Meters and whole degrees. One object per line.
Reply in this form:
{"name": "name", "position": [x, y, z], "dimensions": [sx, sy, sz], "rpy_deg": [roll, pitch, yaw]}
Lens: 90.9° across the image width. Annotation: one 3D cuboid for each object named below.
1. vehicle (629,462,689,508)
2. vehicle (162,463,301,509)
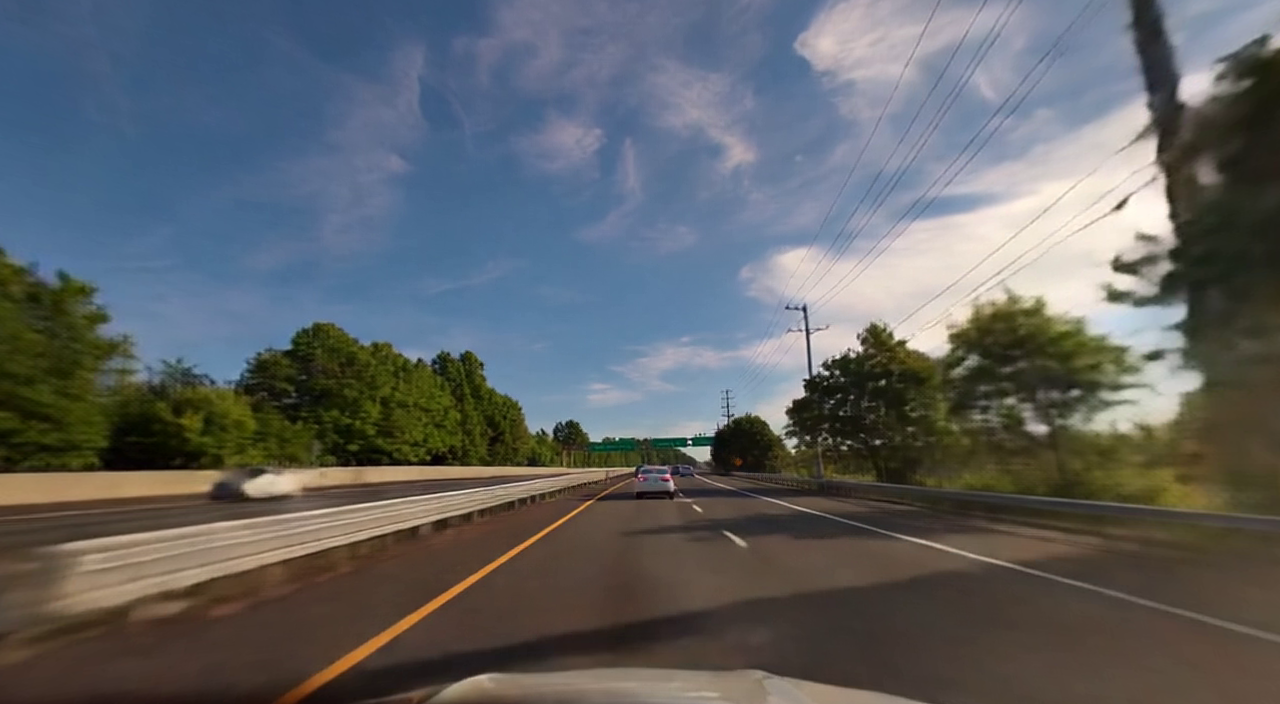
{"name": "vehicle", "position": [0.643, 4.793, 23.030], "dimensions": [1.987, 1.480, 3.786], "rpy_deg": [1, -10, 0]}
{"name": "vehicle", "position": [-14.980, 4.931, 23.506], "dimensions": [1.980, 1.476, 4.619], "rpy_deg": [1, -10, 1]}
